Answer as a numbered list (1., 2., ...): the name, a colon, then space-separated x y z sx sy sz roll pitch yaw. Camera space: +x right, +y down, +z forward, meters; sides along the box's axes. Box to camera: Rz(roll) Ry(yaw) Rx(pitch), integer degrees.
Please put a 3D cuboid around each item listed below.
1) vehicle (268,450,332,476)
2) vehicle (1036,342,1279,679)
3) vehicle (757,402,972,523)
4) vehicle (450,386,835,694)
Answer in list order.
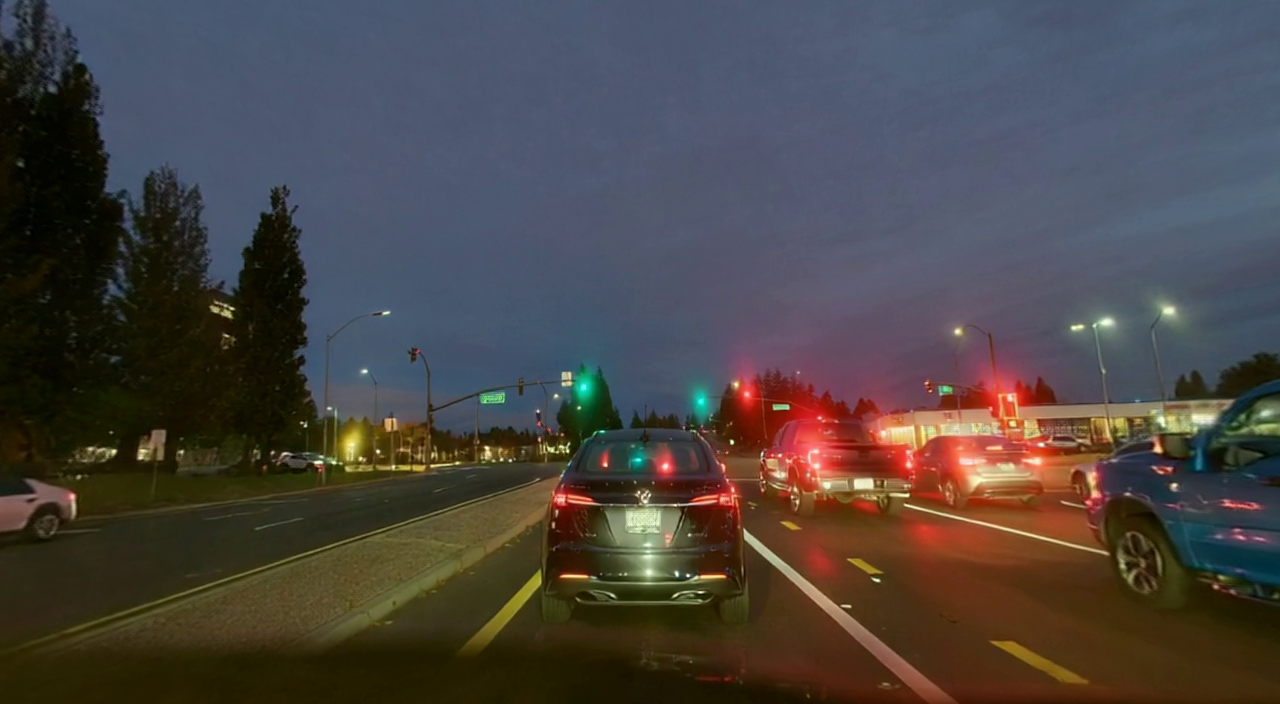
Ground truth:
1. vehicle: -24.063 7.843 44.822 1.798 1.706 4.385 -1 -8 6
2. vehicle: 4.461 0.809 3.125 2.019 1.803 4.634 -1 -8 1
3. vehicle: 4.171 2.209 13.120 2.319 1.930 5.651 0 -8 -1
4. vehicle: -0.017 1.324 5.539 2.116 1.677 3.948 0 -8 -1
